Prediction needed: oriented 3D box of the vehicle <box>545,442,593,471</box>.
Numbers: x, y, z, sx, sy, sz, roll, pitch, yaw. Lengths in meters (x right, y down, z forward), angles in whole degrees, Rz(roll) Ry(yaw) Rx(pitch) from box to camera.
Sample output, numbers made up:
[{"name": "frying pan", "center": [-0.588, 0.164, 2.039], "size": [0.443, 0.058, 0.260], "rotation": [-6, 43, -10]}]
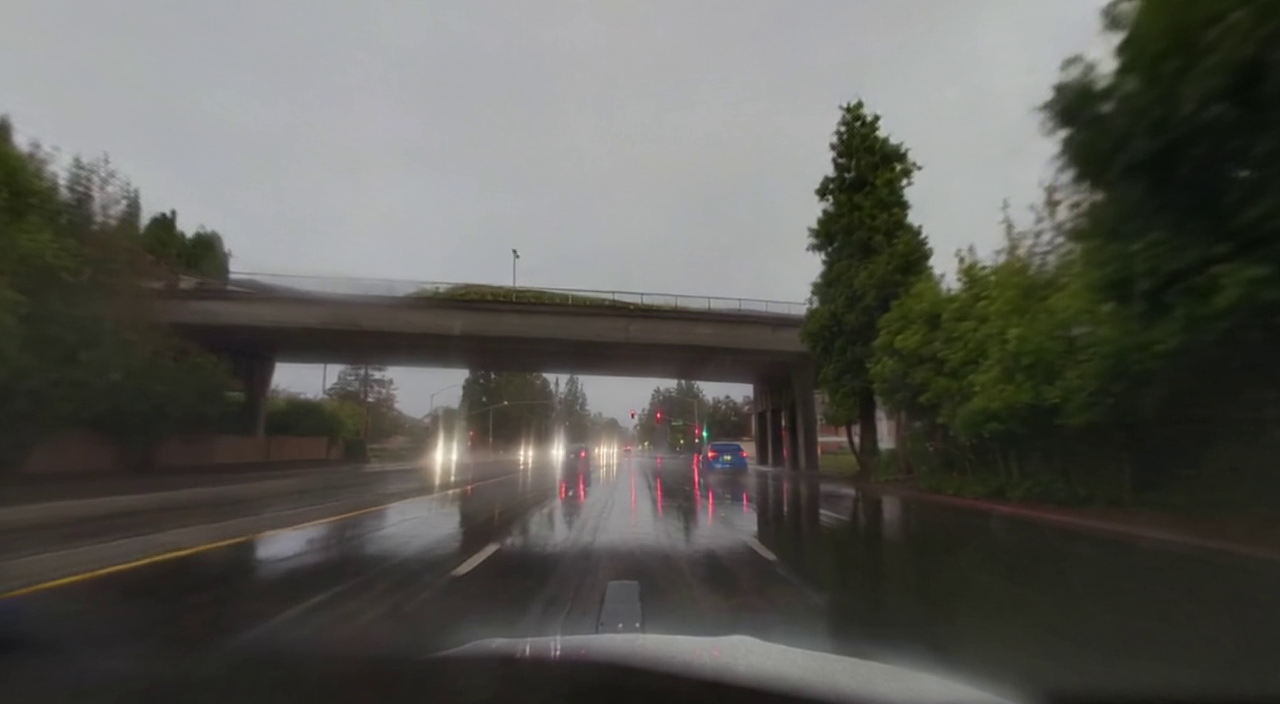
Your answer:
[{"name": "vehicle", "center": [-3.767, 5.616, 34.285], "size": [2.060, 1.484, 4.417], "rotation": [0, -8, 1]}]

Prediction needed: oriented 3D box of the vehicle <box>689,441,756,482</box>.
[{"name": "vehicle", "center": [3.242, 4.371, 25.656], "size": [2.068, 1.497, 4.247], "rotation": [0, -8, -1]}]
